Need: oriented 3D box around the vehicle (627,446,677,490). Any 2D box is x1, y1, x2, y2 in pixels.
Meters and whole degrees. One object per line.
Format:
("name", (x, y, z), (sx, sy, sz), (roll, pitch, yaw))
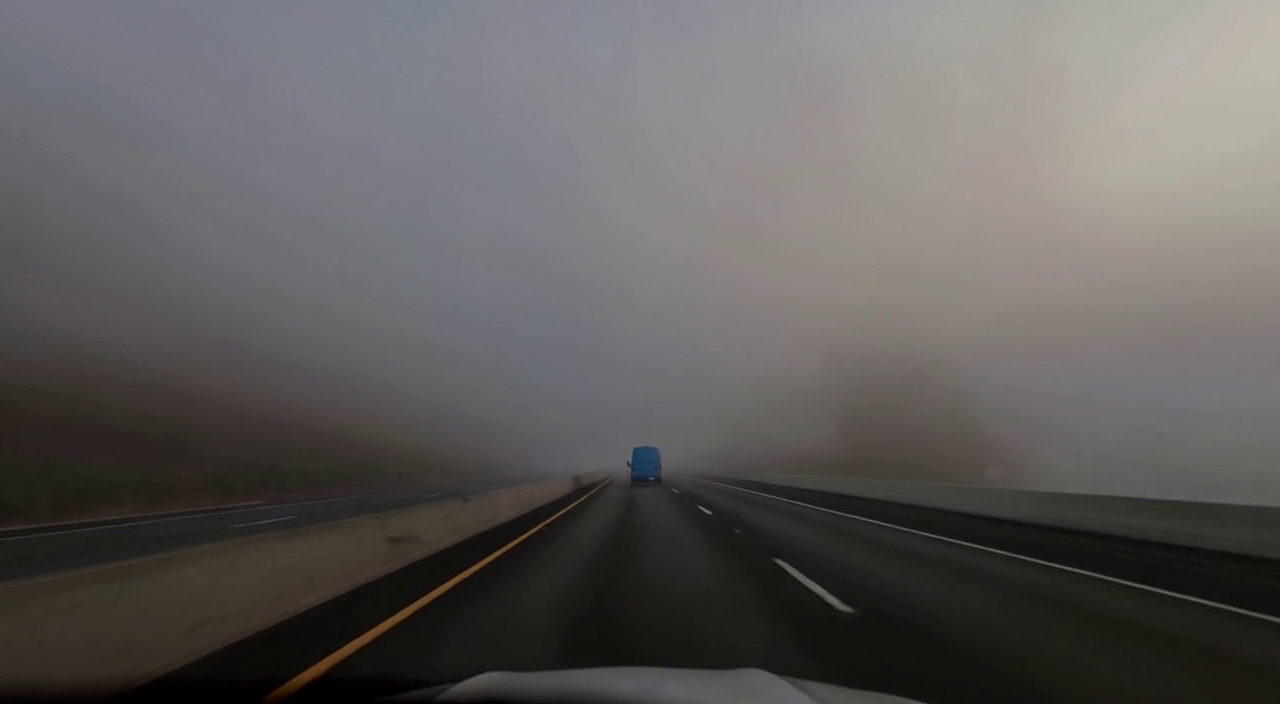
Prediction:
("vehicle", (0.573, 6.288, 34.238), (2.429, 2.167, 4.558), (1, -11, -2))
